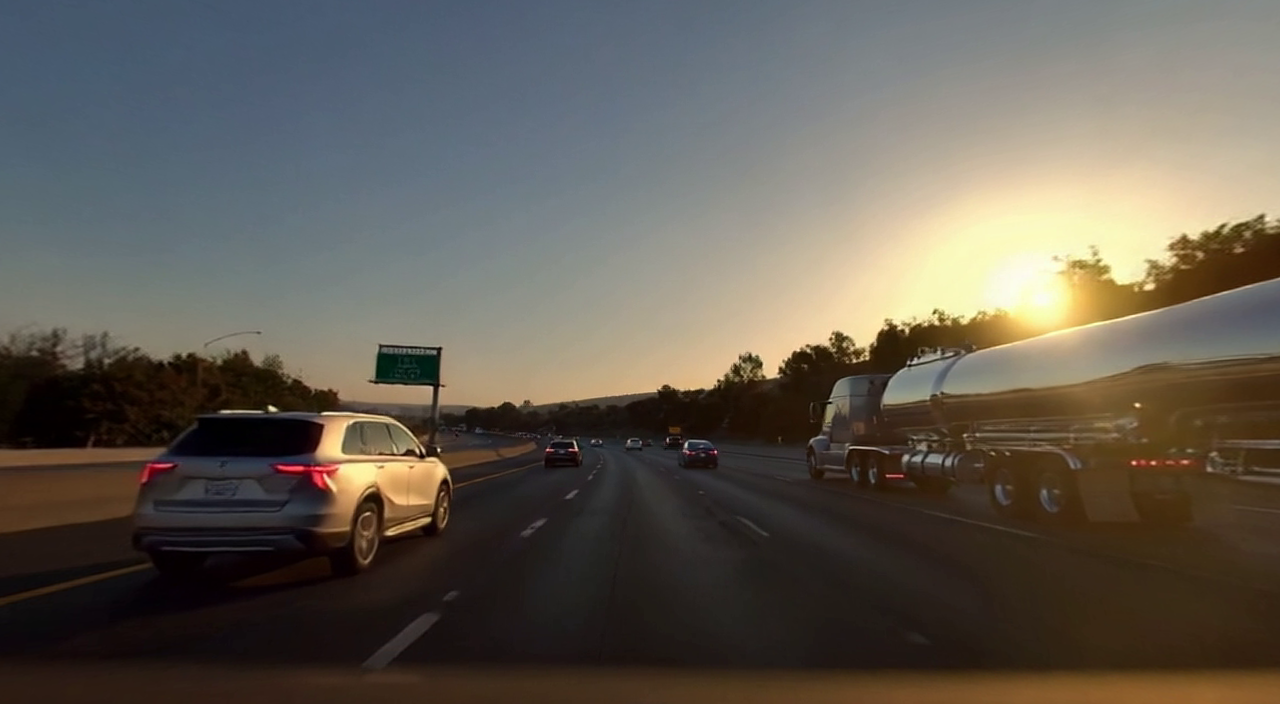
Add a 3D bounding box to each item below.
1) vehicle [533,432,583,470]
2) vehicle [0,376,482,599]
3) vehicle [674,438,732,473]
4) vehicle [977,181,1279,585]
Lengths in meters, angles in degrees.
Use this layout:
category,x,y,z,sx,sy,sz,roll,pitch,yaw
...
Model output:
category,x,y,z,sx,sy,sz,roll,pitch,yaw
vehicle,-4.176,5.131,32.853,2.149,1.843,4.348,0,-8,-2
vehicle,-4.138,1.548,8.194,2.684,1.839,5.803,0,-8,0
vehicle,2.900,4.895,29.994,2.053,1.510,4.400,0,-8,-3
vehicle,7.490,0.257,5.509,3.554,3.573,10.307,0,-8,1
